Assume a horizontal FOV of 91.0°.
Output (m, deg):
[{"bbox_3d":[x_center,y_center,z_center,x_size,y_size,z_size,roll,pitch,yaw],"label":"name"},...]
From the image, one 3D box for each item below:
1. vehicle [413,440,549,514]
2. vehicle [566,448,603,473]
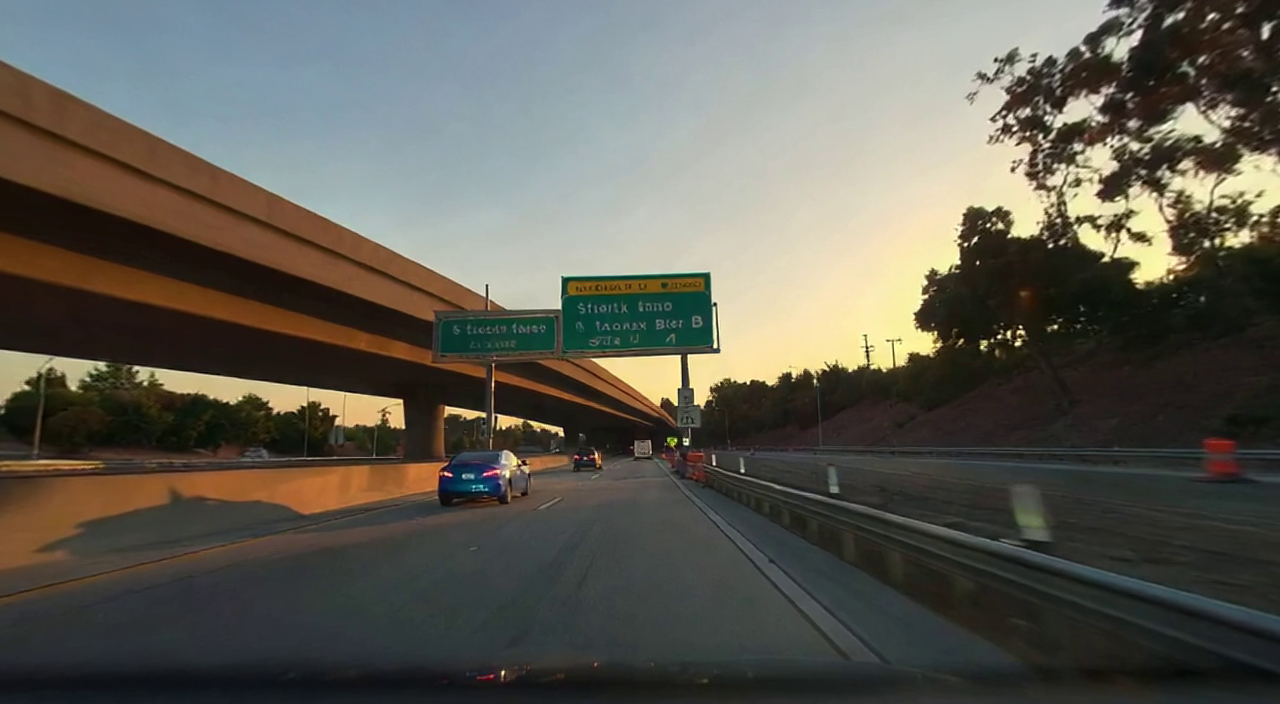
[{"bbox_3d":[-3.656,2.952,15.459,2.012,1.510,4.672,0,-9,1],"label":"vehicle"},{"bbox_3d":[-3.462,6.825,39.946,1.965,1.459,4.145,0,-9,0],"label":"vehicle"}]
